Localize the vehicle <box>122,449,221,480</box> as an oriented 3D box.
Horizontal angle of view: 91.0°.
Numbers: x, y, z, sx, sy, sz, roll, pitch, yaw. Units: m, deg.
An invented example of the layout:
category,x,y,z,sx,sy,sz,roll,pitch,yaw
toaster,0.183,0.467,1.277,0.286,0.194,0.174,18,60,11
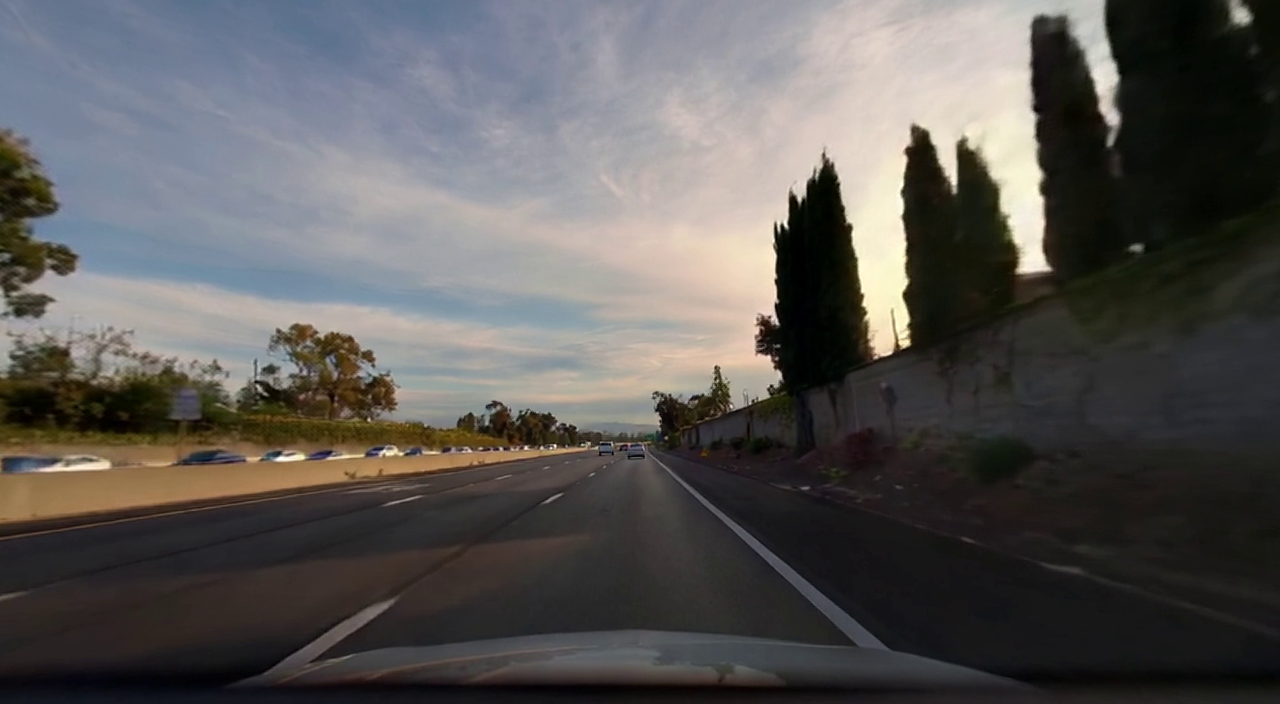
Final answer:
category,x,y,z,sx,sy,sz,roll,pitch,yaw
vehicle,-25.970,6.230,35.153,1.949,1.620,4.581,0,-9,1
